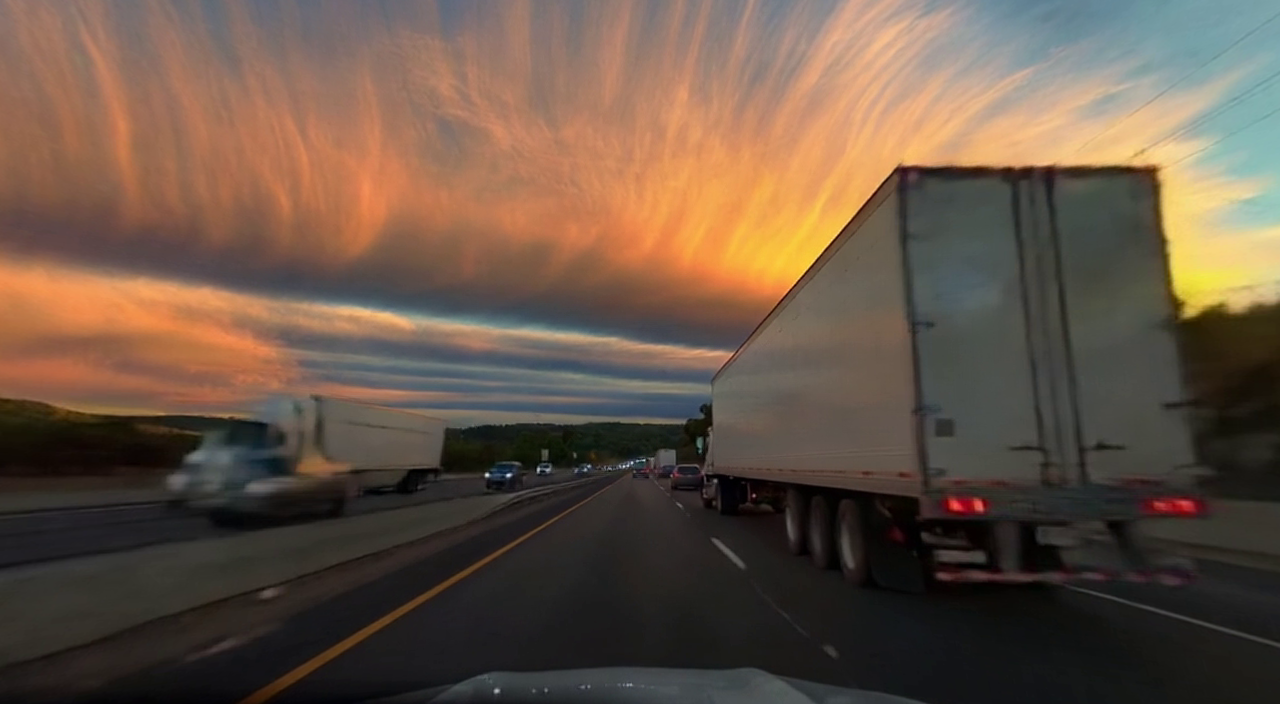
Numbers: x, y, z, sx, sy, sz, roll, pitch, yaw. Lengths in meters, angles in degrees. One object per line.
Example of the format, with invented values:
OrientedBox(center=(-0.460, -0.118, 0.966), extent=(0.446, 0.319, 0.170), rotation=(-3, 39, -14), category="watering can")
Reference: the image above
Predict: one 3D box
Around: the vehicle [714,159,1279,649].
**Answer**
OrientedBox(center=(3.714, 1.563, 12.199), extent=(2.863, 4.088, 14.040), rotation=(1, -10, 0), category="vehicle")

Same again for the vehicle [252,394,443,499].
OrientedBox(center=(-13.616, 4.960, 31.658), extent=(2.878, 4.073, 14.003), rotation=(1, -10, 0), category="vehicle")

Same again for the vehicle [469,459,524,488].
OrientedBox(center=(-9.730, 8.315, 43.252), extent=(2.556, 1.770, 5.047), rotation=(1, -10, 0), category="vehicle")

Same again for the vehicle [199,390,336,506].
OrientedBox(center=(-13.611, 3.567, 23.311), extent=(3.002, 3.951, 2.753), rotation=(1, -10, 0), category="vehicle")

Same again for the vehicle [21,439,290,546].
OrientedBox(center=(-9.345, 2.752, 12.763), extent=(1.996, 1.740, 4.245), rotation=(1, -10, 0), category="vehicle")
